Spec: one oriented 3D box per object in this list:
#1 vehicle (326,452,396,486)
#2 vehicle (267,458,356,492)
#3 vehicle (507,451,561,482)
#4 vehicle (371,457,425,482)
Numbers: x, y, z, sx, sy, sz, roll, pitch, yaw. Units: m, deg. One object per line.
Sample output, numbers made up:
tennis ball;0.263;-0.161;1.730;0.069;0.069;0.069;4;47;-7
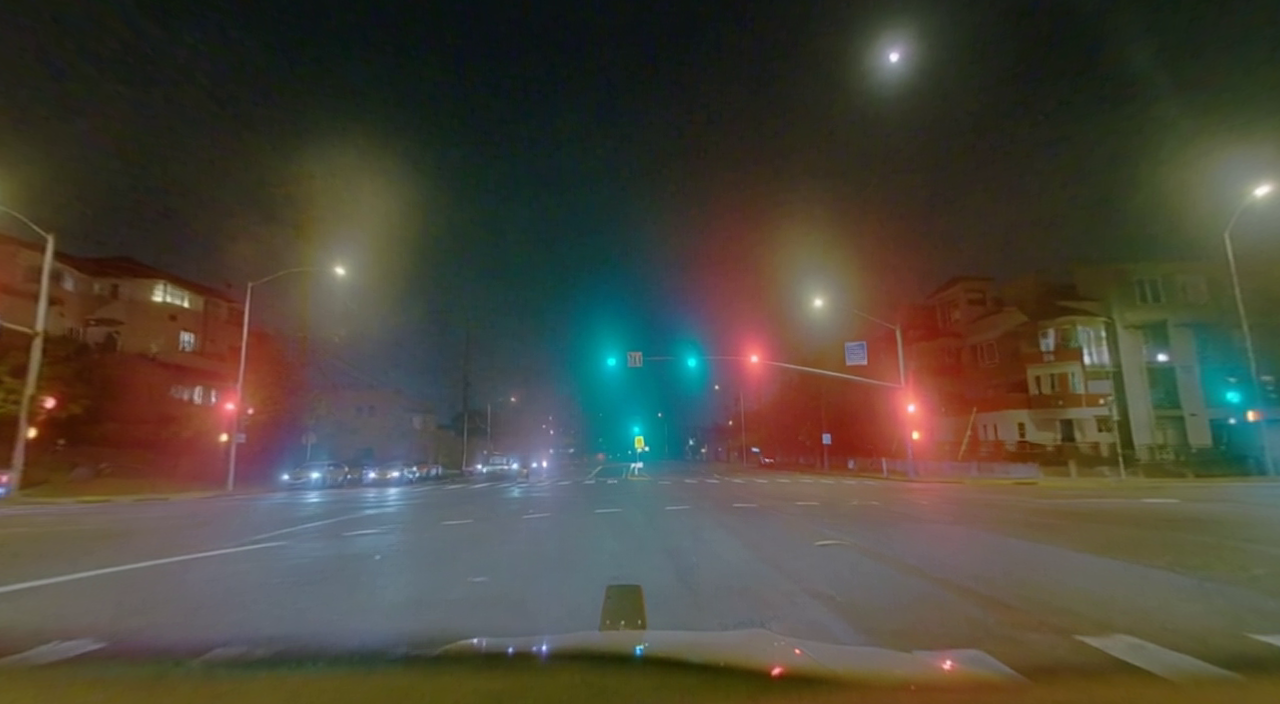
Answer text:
vehicle;-16.458;6.895;37.318;1.960;1.819;5.018;0;-9;-2
vehicle;-16.296;6.099;31.442;2.055;1.506;4.663;0;-9;-2
vehicle;-5.676;6.191;34.154;2.154;1.501;4.416;0;-9;0
vehicle;-16.451;7.989;42.919;1.804;1.486;4.625;0;-9;1
